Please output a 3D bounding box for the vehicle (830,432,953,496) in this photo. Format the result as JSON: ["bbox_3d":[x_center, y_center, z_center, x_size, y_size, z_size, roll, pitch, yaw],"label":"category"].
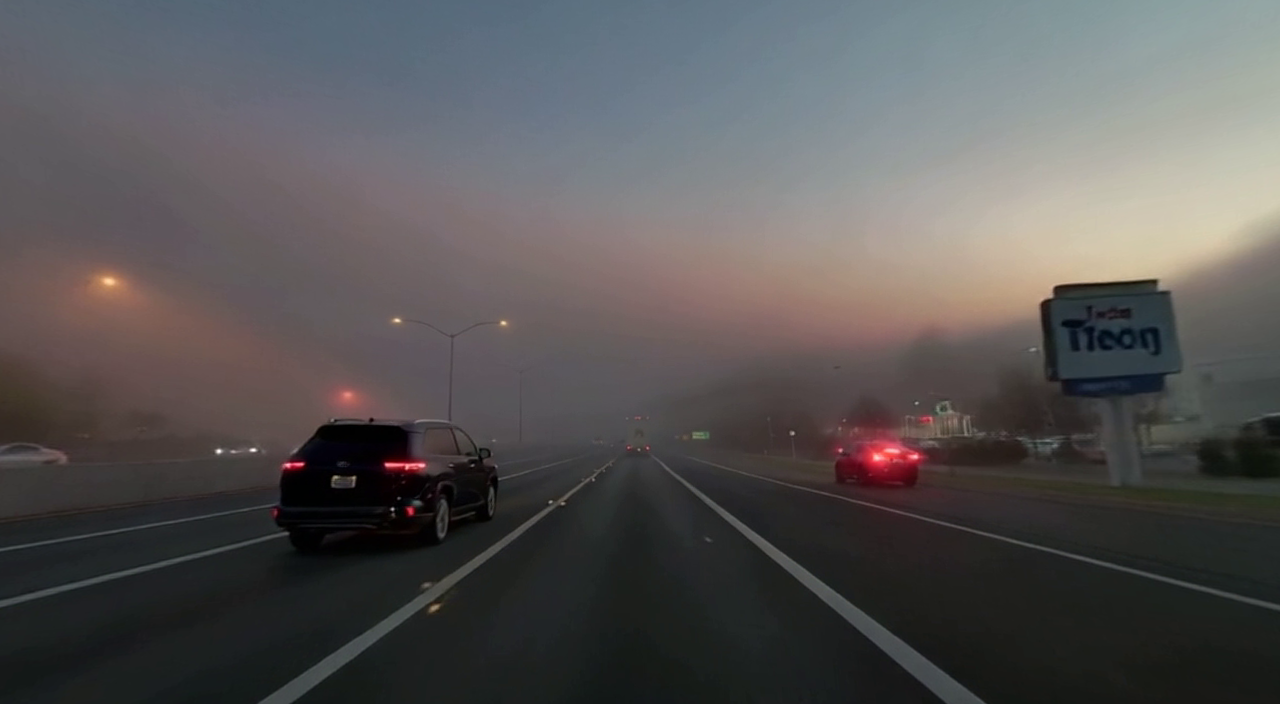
[{"bbox_3d":[7.372,3.300,18.893,1.958,1.681,4.109,0,-8,0],"label":"vehicle"}]

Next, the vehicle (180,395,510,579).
[{"bbox_3d":[-3.464,1.712,8.809,2.178,1.826,4.933,0,-8,1],"label":"vehicle"}]
